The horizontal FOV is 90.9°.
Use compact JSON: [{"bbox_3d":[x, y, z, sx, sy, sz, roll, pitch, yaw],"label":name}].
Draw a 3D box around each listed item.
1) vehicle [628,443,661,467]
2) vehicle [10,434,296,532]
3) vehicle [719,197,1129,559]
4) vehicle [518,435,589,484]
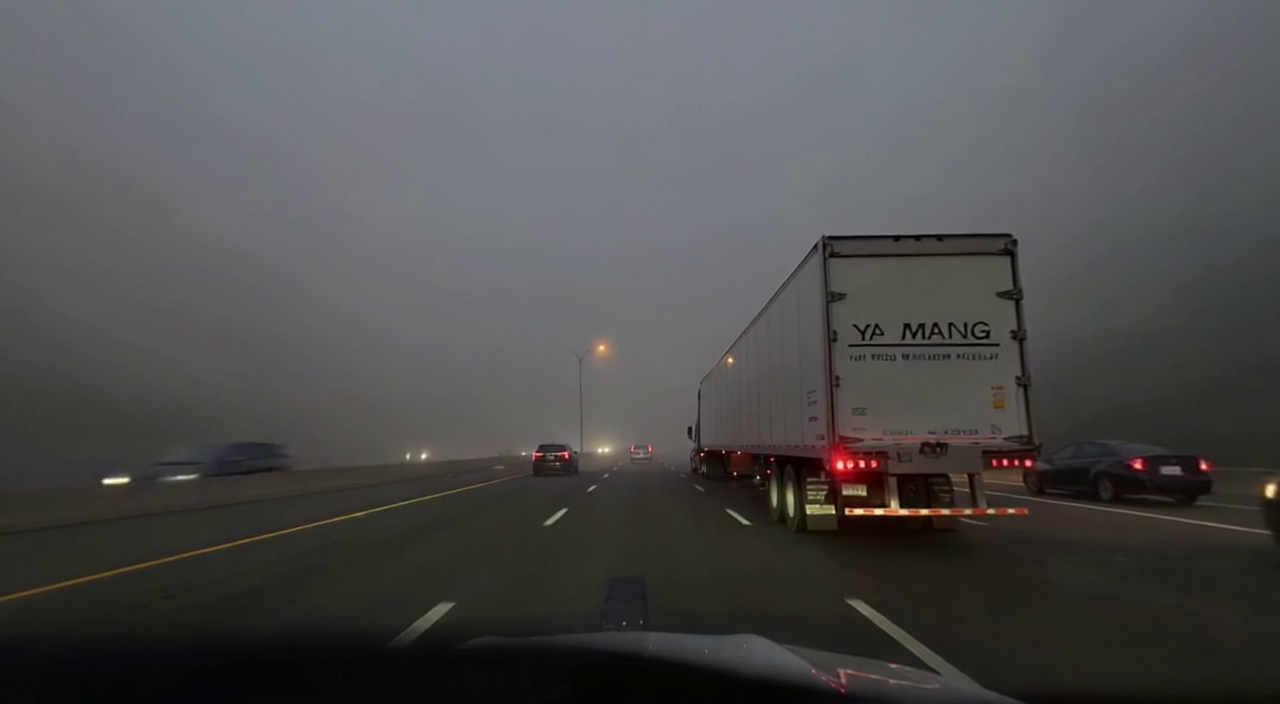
[{"bbox_3d":[0.260,6.756,41.411,2.063,1.469,4.208,0,-9,-1],"label":"vehicle"},{"bbox_3d":[-9.043,2.435,12.375,2.080,1.546,4.386,0,-9,0],"label":"vehicle"},{"bbox_3d":[3.859,1.141,13.286,2.821,4.077,12.562,0,-9,0],"label":"vehicle"},{"bbox_3d":[-3.236,4.133,24.532,2.058,1.711,4.226,0,-9,1],"label":"vehicle"}]
